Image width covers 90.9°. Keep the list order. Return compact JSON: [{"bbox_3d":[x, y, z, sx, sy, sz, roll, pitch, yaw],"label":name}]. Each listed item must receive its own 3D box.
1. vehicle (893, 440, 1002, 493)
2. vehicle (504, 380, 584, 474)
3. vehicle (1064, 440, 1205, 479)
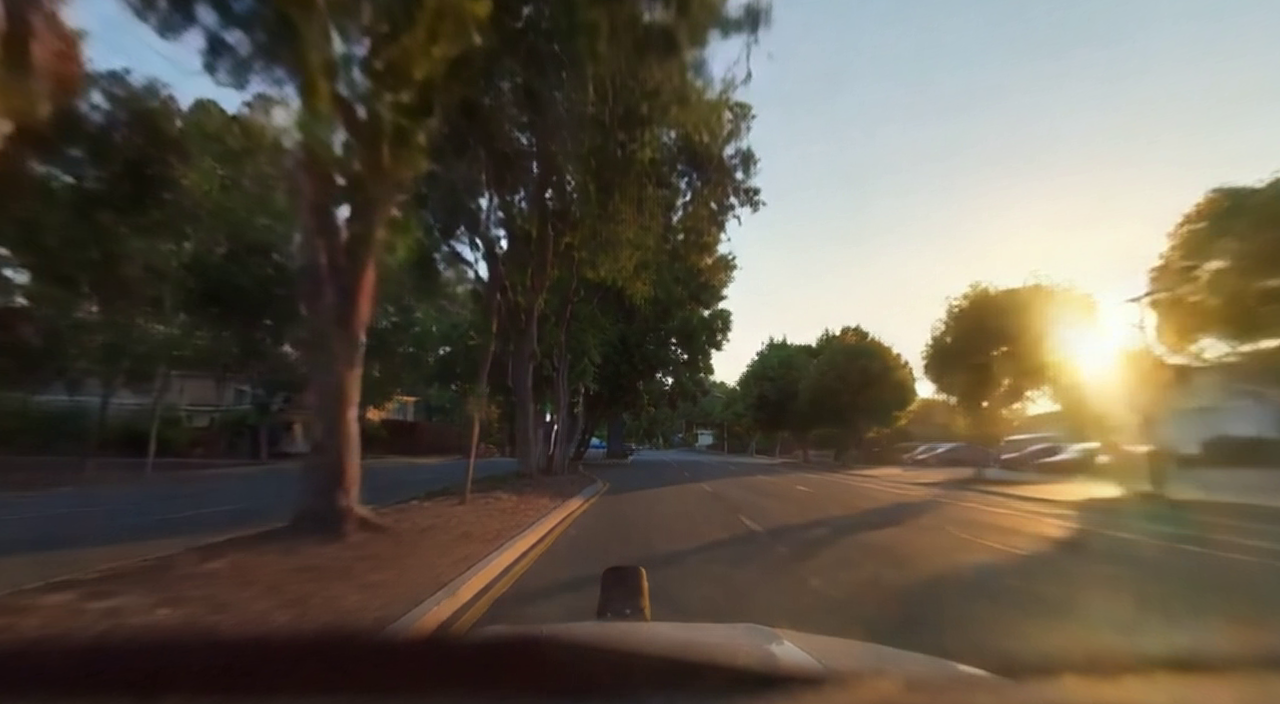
[{"bbox_3d":[11.324,4.204,23.612,1.976,1.780,4.352,0,-8,1],"label":"vehicle"},{"bbox_3d":[-4.008,3.268,27.263,3.008,3.786,3.422,0,-8,-2],"label":"vehicle"},{"bbox_3d":[22.421,4.858,28.749,4.570,1.521,2.029,1,-8,7],"label":"vehicle"}]
